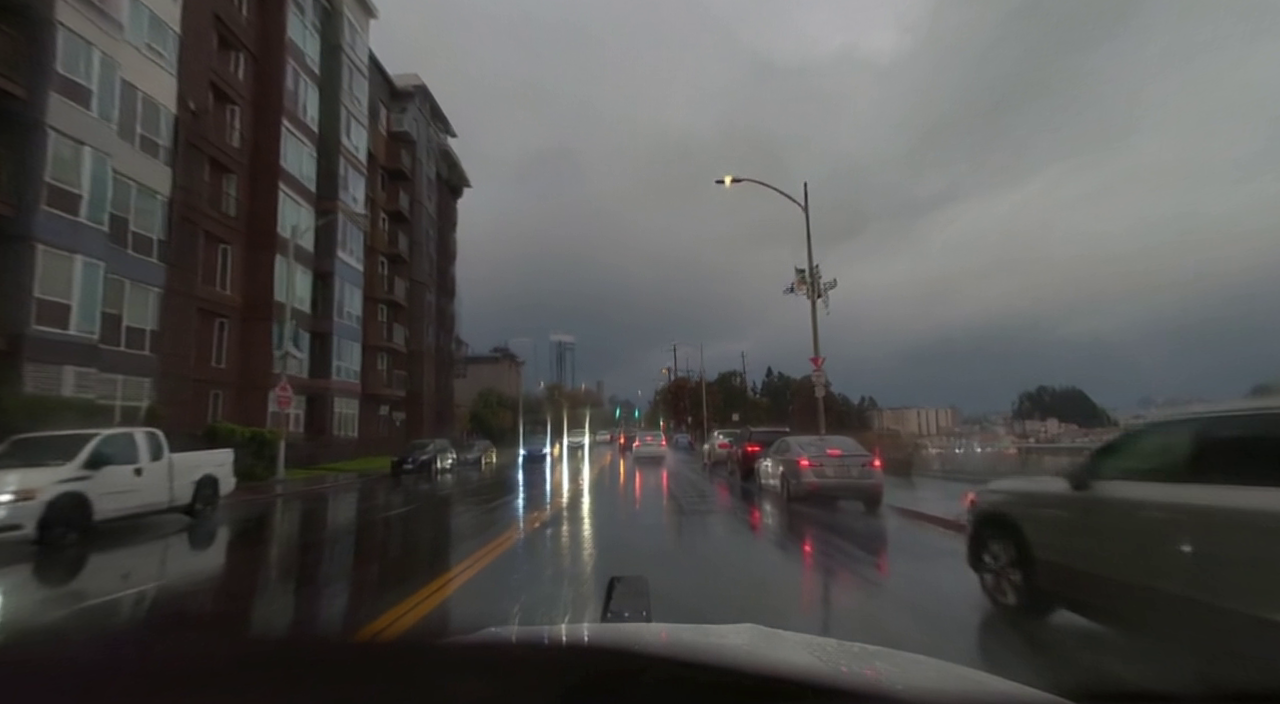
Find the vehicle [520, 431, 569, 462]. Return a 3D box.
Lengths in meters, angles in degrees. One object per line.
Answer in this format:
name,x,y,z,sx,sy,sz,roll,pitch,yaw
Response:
vehicle,-5.982,6.003,40.166,2.345,1.831,4.828,-1,-8,1

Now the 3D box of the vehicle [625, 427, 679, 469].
vehicle,0.539,4.337,28.633,2.261,1.740,4.065,0,-8,1

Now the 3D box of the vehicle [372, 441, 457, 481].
vehicle,-9.211,4.462,26.195,2.021,1.474,4.337,0,-8,-2

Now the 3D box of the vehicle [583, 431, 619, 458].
vehicle,-2.613,6.366,43.321,2.219,1.746,4.197,0,-8,0

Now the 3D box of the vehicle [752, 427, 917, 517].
vehicle,3.640,2.335,12.785,2.033,1.470,4.502,-1,-8,2

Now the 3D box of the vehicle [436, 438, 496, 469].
vehicle,-9.298,5.476,34.114,2.002,1.546,4.339,0,-8,0

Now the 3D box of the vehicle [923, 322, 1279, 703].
vehicle,3.718,0.863,3.165,2.260,1.789,4.810,0,-8,-1

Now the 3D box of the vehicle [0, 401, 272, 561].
vehicle,-9.251,2.064,10.911,2.457,2.048,5.461,0,-8,0
